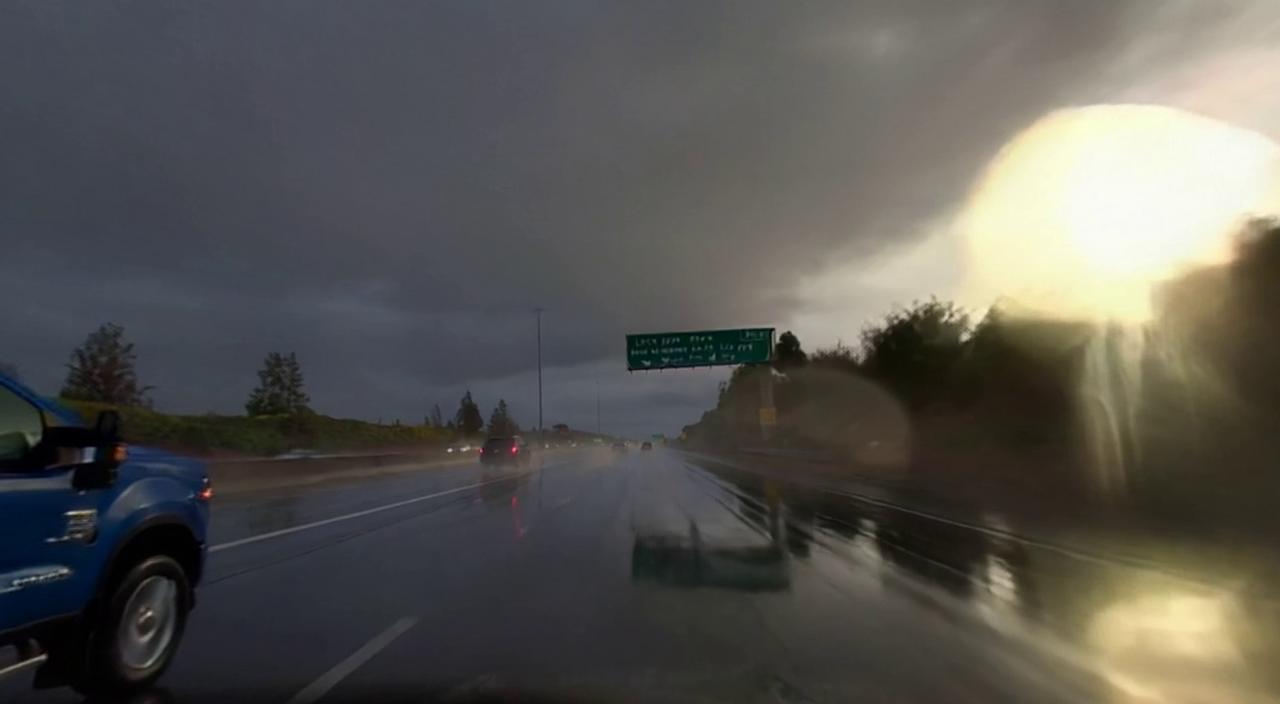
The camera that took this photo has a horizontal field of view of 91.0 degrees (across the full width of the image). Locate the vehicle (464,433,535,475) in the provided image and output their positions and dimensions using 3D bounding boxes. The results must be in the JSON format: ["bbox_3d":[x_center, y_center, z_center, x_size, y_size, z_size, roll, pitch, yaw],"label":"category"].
[{"bbox_3d":[-6.897,5.065,31.523,2.260,1.917,5.499,0,-9,0],"label":"vehicle"}]

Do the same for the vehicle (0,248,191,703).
[{"bbox_3d":[-3.626,0.289,0.205,2.339,2.004,6.171,0,-9,1],"label":"vehicle"}]
